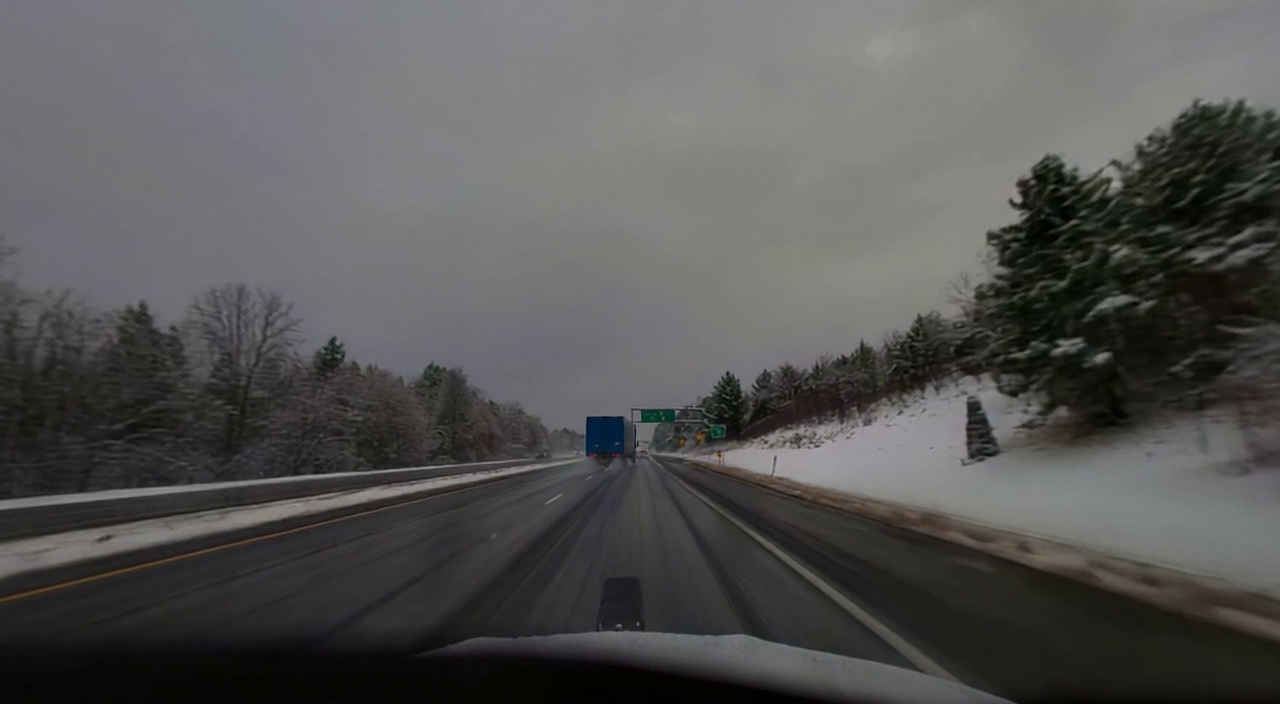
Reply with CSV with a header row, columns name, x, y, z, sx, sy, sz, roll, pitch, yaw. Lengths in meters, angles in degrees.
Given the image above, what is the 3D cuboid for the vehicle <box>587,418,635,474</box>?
name,x,y,z,sx,sy,sz,roll,pitch,yaw
vehicle,-1.740,6.033,40.415,2.704,3.270,6.745,0,-9,0
